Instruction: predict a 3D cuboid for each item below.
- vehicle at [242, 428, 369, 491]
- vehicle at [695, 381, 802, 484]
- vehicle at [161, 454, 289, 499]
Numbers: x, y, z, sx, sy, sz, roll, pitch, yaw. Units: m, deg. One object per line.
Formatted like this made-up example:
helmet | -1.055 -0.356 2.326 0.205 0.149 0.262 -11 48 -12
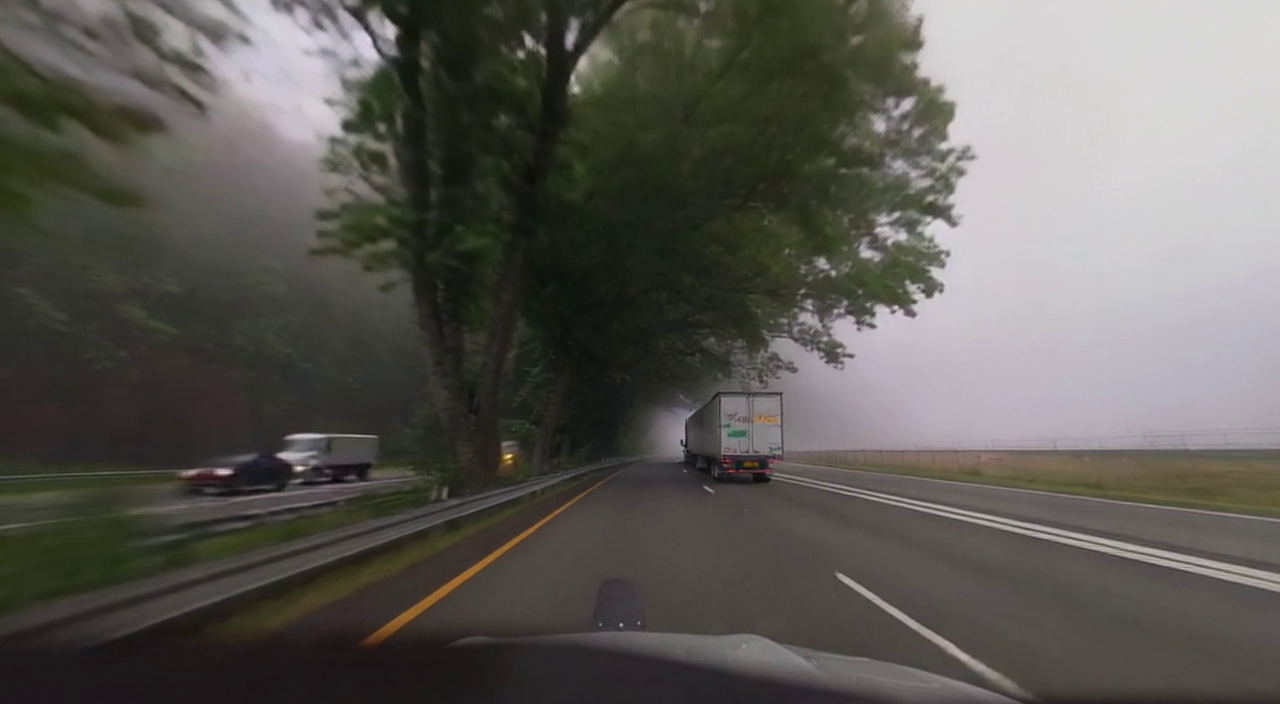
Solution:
vehicle | -15.785 5.132 30.357 2.638 2.718 6.116 0 -9 1
vehicle | 4.825 4.216 31.521 2.859 3.984 14.045 0 -9 0
vehicle | -15.886 4.752 24.426 2.151 1.554 4.028 0 -9 1
